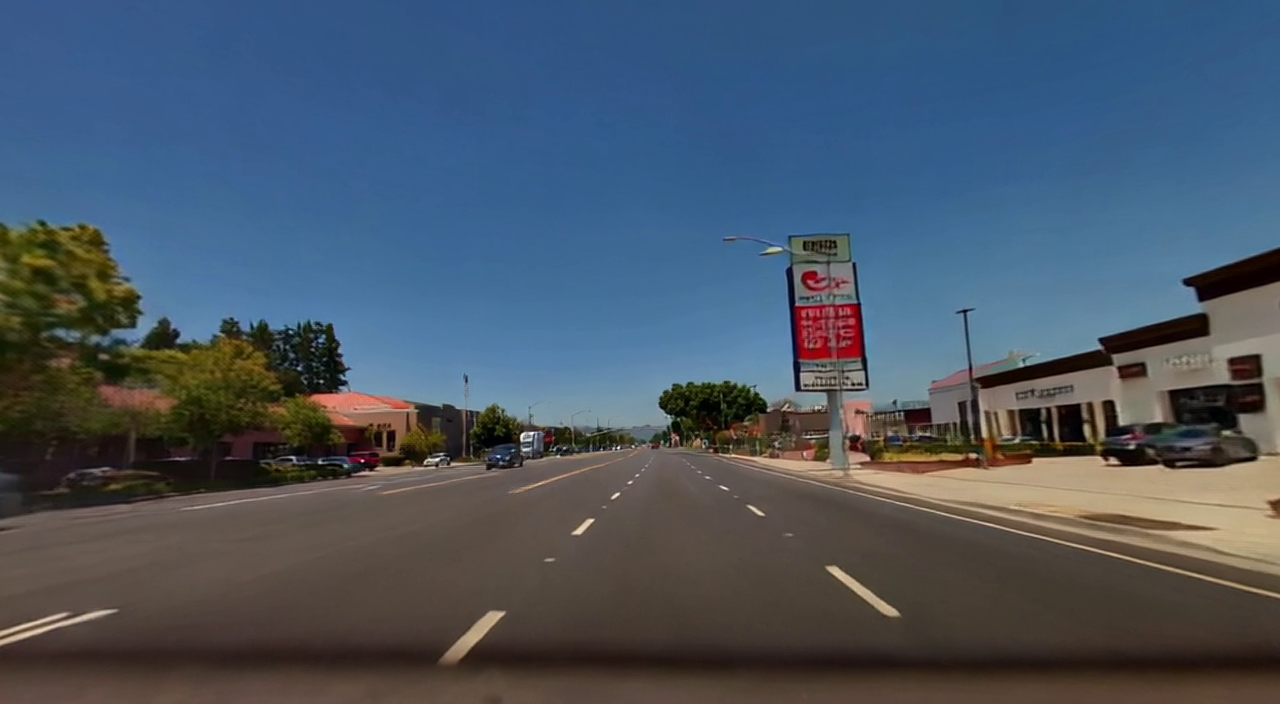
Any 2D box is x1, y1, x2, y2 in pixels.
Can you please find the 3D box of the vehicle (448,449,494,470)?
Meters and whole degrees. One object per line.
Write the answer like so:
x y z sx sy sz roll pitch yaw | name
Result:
-12.527 8.002 47.161 2.011 1.499 4.531 0 -9 2 | vehicle

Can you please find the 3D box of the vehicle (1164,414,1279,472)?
18.427 2.894 19.930 4.277 1.605 1.920 7 -11 -38 | vehicle

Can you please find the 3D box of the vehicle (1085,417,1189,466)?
18.653 3.387 23.638 4.704 1.652 1.948 7 -11 -39 | vehicle

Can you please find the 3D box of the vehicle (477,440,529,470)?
-9.088 6.918 42.448 2.157 1.883 5.286 0 -9 2 | vehicle

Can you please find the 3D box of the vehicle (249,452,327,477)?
-26.488 8.460 47.627 4.620 1.801 2.017 0 -9 2 | vehicle

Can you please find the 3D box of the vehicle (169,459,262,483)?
-27.189 7.637 40.577 4.553 1.445 1.942 0 -9 1 | vehicle
